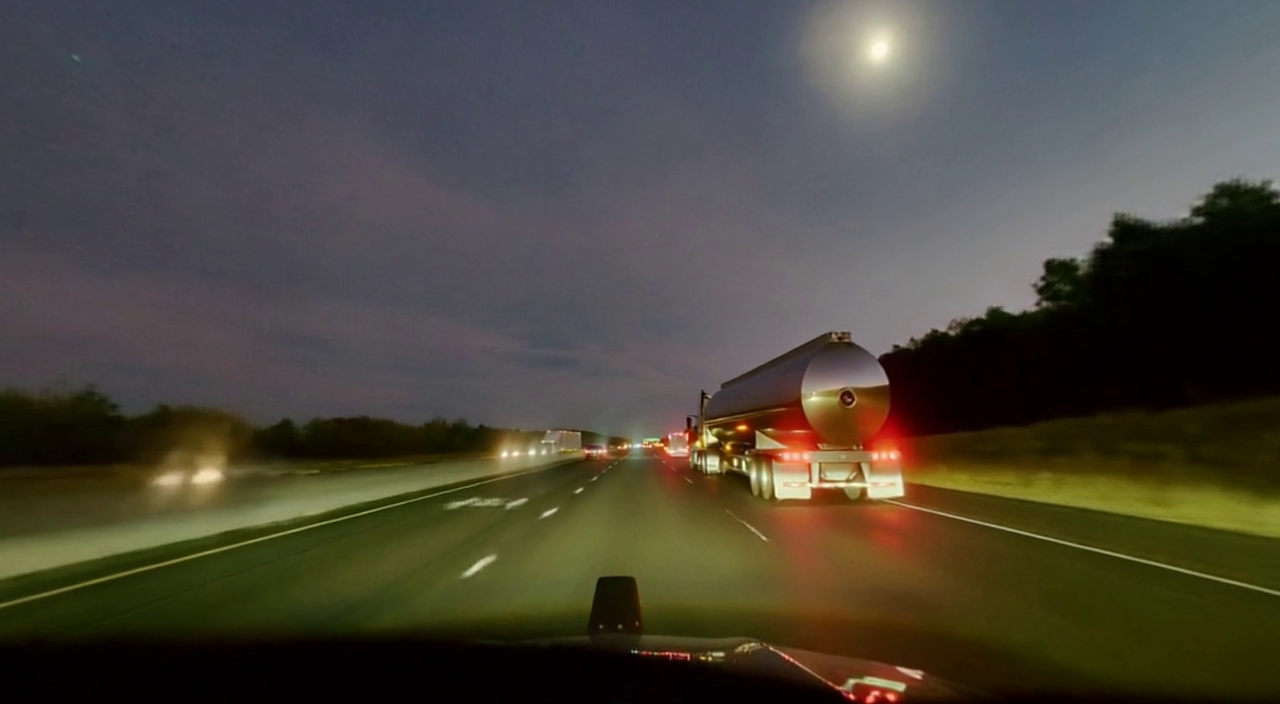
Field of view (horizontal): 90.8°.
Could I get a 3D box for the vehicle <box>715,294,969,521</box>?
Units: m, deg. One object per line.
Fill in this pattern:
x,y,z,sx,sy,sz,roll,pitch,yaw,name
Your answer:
3.870,1.595,15.240,2.759,3.734,9.708,0,-9,-1,vehicle
